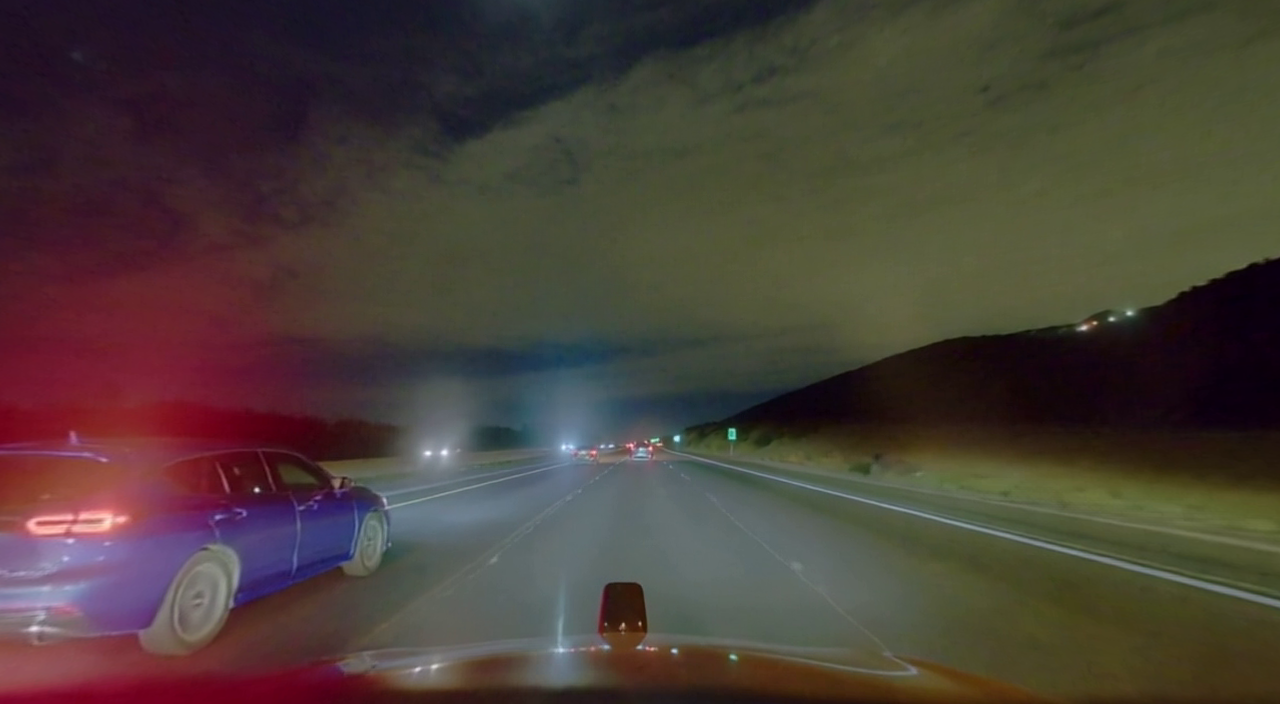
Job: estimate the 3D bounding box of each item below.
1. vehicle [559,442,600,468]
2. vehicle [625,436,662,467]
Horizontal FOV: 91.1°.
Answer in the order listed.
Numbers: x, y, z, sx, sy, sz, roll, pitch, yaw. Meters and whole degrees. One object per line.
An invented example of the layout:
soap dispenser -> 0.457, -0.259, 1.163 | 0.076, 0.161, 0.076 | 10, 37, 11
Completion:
vehicle -> -3.711, 6.383, 39.193 | 2.082, 1.485, 4.237 | 0, -8, 1
vehicle -> 0.249, 6.461, 40.911 | 2.272, 1.836, 4.866 | 0, -8, 0
